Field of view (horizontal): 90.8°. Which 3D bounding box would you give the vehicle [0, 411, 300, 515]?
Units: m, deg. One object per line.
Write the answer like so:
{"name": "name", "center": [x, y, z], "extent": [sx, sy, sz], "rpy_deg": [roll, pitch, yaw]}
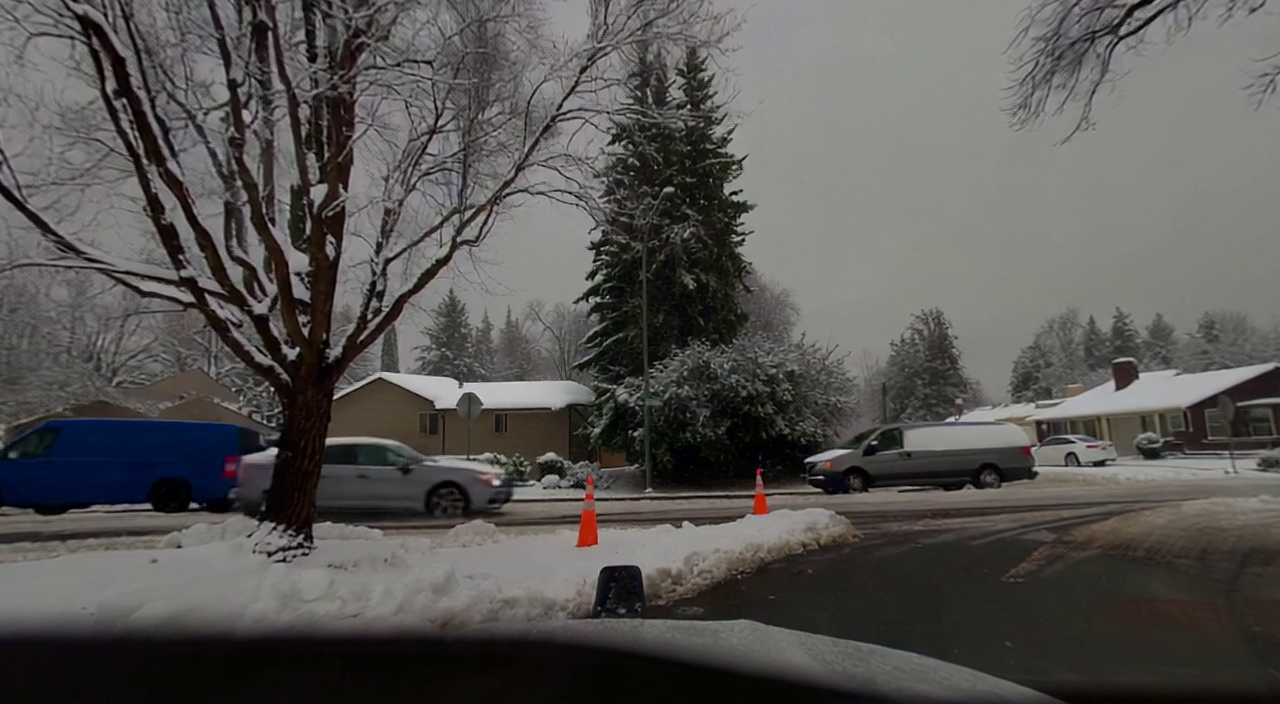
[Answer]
{"name": "vehicle", "center": [-14.133, 3.090, 17.387], "extent": [7.824, 2.323, 2.863], "rpy_deg": [-2, -10, -3]}

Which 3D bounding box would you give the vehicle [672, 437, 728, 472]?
{"name": "vehicle", "center": [2.608, 4.575, 28.385], "extent": [1.745, 1.461, 4.074], "rpy_deg": [1, -9, -5]}

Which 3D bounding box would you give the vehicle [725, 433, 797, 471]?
{"name": "vehicle", "center": [5.327, 4.492, 28.426], "extent": [2.007, 1.555, 4.204], "rpy_deg": [1, -9, -7]}

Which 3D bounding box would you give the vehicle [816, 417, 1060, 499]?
{"name": "vehicle", "center": [7.257, 2.619, 15.753], "extent": [5.047, 1.851, 2.103], "rpy_deg": [1, -9, -6]}

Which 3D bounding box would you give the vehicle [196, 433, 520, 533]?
{"name": "vehicle", "center": [-4.651, 2.231, 11.117], "extent": [4.684, 1.556, 2.087], "rpy_deg": [0, -8, -2]}

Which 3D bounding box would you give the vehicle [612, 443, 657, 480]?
{"name": "vehicle", "center": [-0.304, 4.783, 27.865], "extent": [1.648, 1.430, 3.654], "rpy_deg": [4, -8, -4]}

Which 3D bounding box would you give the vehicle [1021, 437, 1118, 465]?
{"name": "vehicle", "center": [22.717, 5.240, 33.485], "extent": [3.863, 1.453, 1.826], "rpy_deg": [1, -8, -4]}
